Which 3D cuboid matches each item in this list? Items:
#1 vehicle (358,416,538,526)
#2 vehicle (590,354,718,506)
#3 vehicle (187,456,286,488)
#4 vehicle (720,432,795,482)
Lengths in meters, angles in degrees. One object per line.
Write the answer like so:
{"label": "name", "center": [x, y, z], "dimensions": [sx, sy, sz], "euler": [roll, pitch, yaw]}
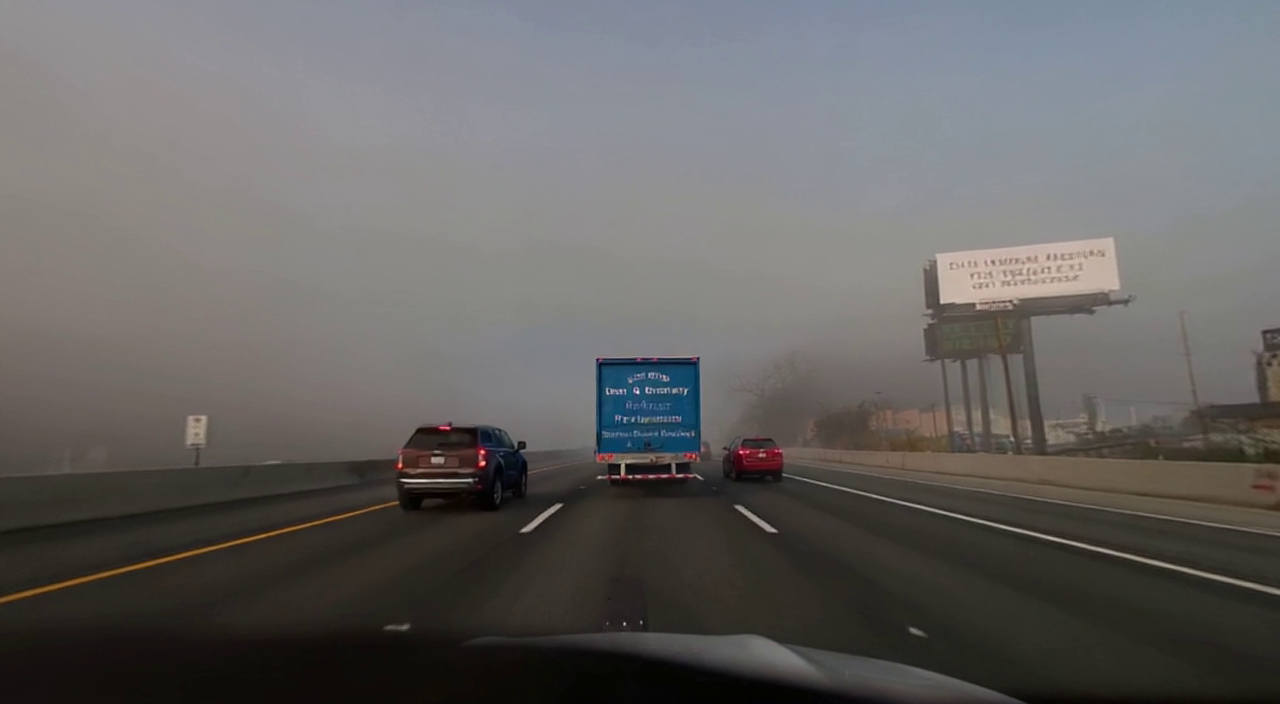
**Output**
{"label": "vehicle", "center": [-3.558, 2.286, 12.722], "dimensions": [2.133, 1.808, 4.349], "euler": [0, -8, 2]}
{"label": "vehicle", "center": [0.373, 2.279, 17.963], "dimensions": [2.733, 3.296, 8.571], "euler": [0, -8, 1]}
{"label": "vehicle", "center": [-21.756, 6.476, 34.284], "dimensions": [1.915, 1.492, 4.664], "euler": [-1, -8, 7]}
{"label": "vehicle", "center": [4.310, 3.917, 23.815], "dimensions": [1.986, 1.718, 4.296], "euler": [0, -8, 0]}
